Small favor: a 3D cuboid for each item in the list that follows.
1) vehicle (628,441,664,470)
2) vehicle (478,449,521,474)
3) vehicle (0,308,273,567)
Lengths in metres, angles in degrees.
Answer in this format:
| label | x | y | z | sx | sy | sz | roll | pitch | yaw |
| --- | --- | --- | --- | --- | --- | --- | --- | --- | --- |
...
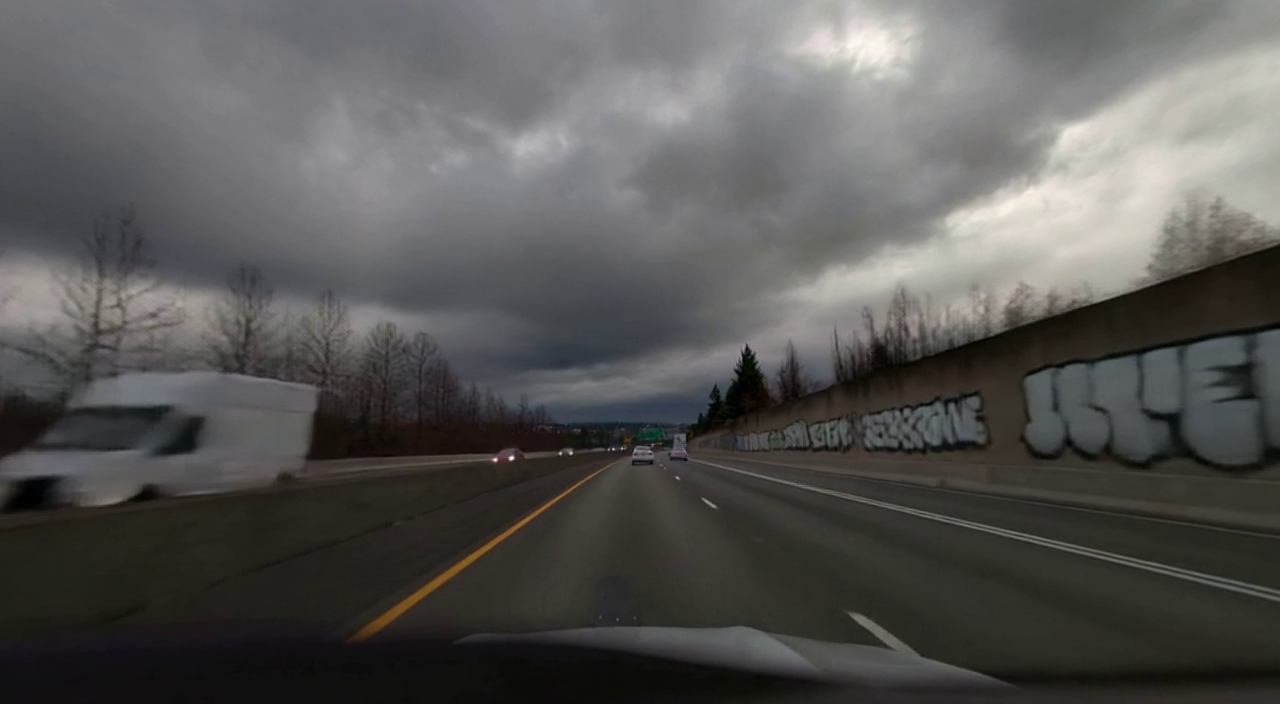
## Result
| label | x | y | z | sx | sy | sz | roll | pitch | yaw |
| --- | --- | --- | --- | --- | --- | --- | --- | --- | --- |
| vehicle | 0.301 | 6.362 | 38.739 | 2.095 | 1.671 | 4.219 | 0 | -9 | -1 |
| vehicle | -9.214 | 7.167 | 41.357 | 1.895 | 1.498 | 4.329 | 0 | -9 | -1 |
| vehicle | -8.966 | 1.349 | 9.608 | 2.686 | 3.050 | 6.421 | -1 | -9 | 0 |
